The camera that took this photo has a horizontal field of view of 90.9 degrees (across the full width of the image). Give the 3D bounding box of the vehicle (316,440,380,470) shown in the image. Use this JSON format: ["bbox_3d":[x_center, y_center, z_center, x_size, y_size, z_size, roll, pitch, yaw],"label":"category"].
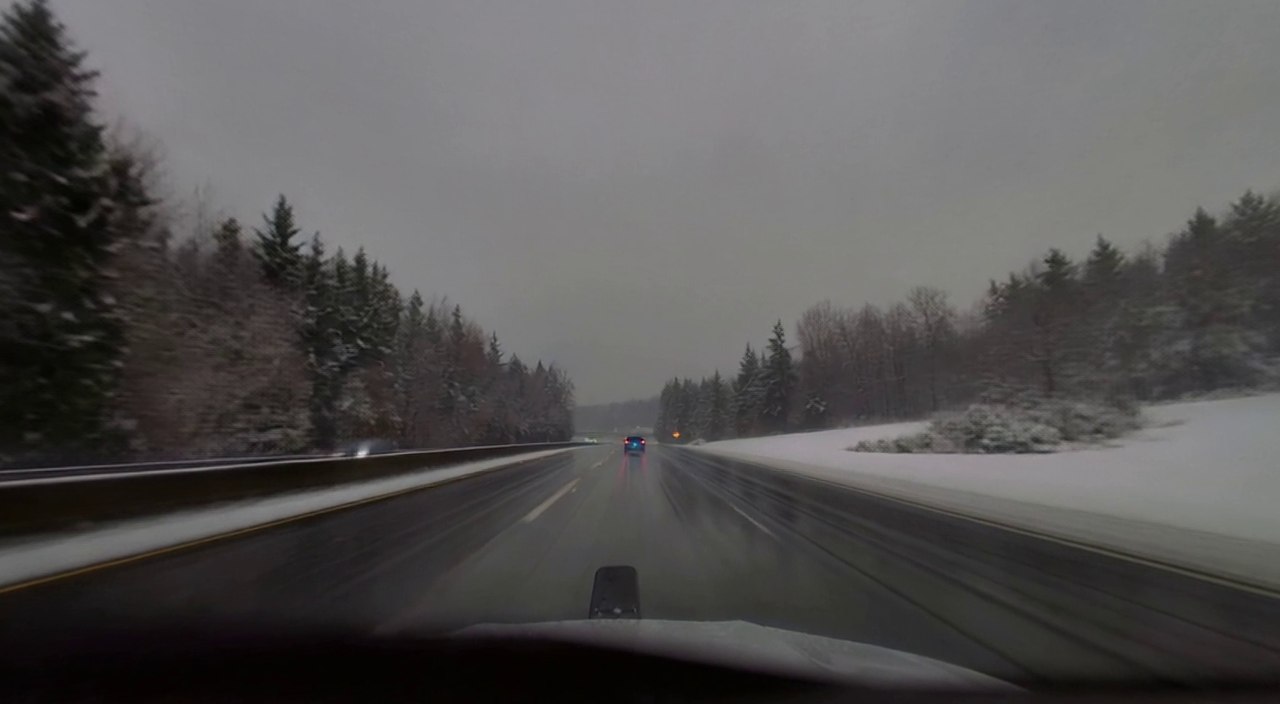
[{"bbox_3d":[-16.045,5.645,34.805,1.705,1.578,3.793,0,-8,0],"label":"vehicle"}]
